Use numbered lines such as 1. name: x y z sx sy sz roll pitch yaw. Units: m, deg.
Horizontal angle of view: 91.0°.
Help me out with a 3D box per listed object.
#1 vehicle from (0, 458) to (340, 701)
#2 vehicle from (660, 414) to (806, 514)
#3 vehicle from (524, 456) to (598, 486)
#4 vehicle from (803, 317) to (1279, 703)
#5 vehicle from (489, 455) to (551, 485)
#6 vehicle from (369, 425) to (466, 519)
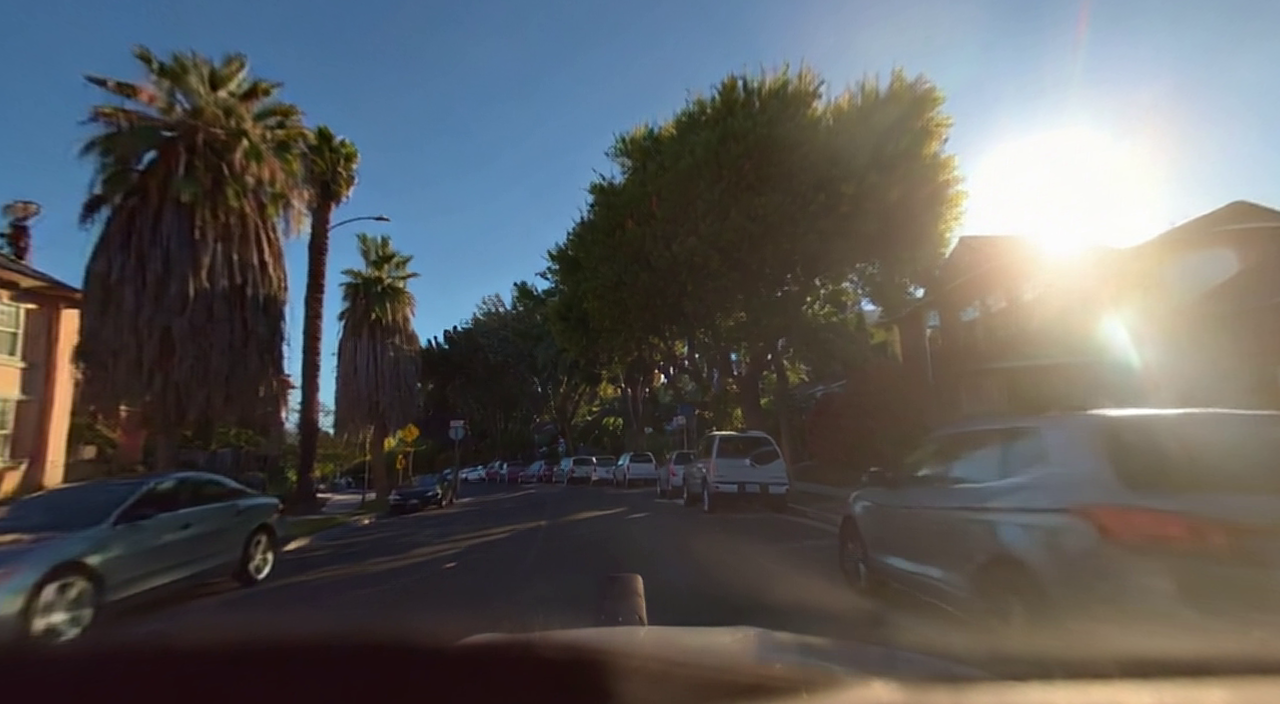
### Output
1. vehicle: -4.947 1.768 5.970 1.908 1.482 4.612 0 -9 0
2. vehicle: 1.998 2.686 15.365 2.139 1.997 4.864 1 -9 -8
3. vehicle: -4.513 6.594 35.252 2.108 1.503 4.977 6 -11 -32
4. vehicle: 2.614 1.080 4.016 2.076 1.658 4.604 -1 -9 3
5. vehicle: -7.631 7.398 39.696 1.918 1.753 4.655 7 -12 -36
6. vehicle: -7.060 3.866 20.598 2.337 2.289 6.092 -6 -9 -16
